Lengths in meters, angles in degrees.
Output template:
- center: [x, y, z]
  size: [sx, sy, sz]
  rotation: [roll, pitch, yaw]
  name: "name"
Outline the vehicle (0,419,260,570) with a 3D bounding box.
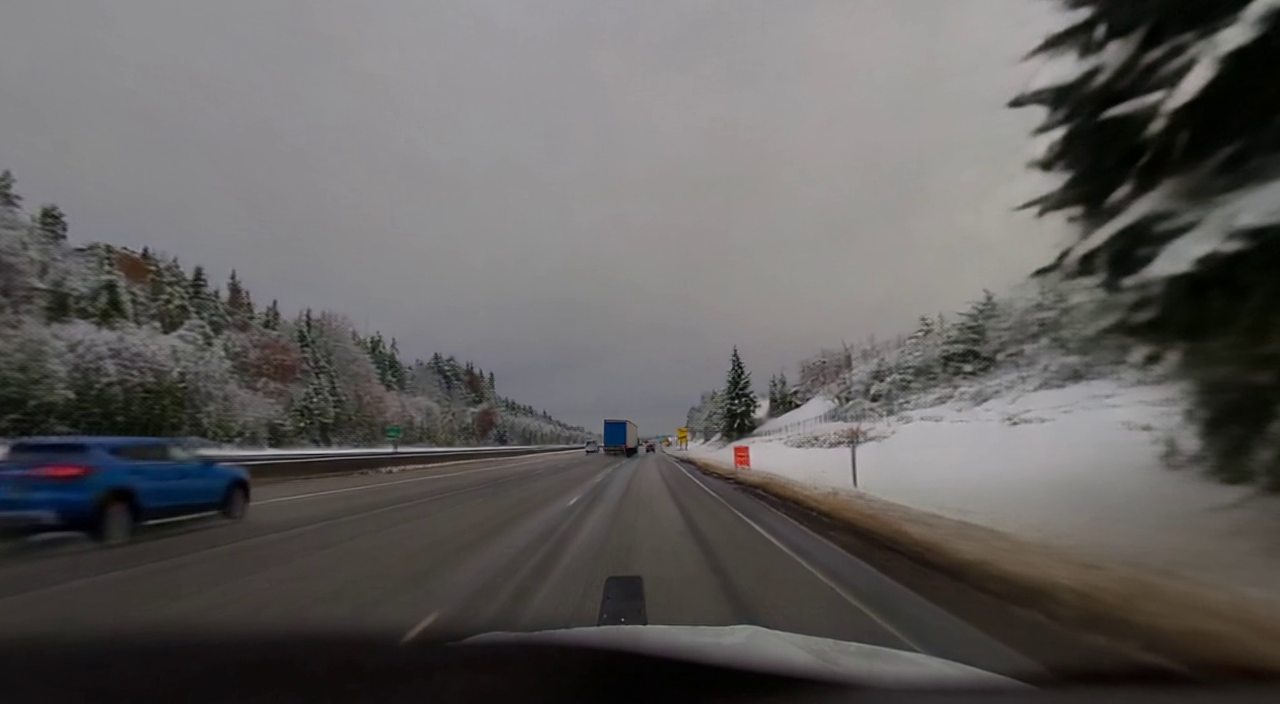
- center: [-7.451, 1.820, 8.661]
  size: [1.893, 1.566, 4.051]
  rotation: [0, -9, 0]
  name: "vehicle"
